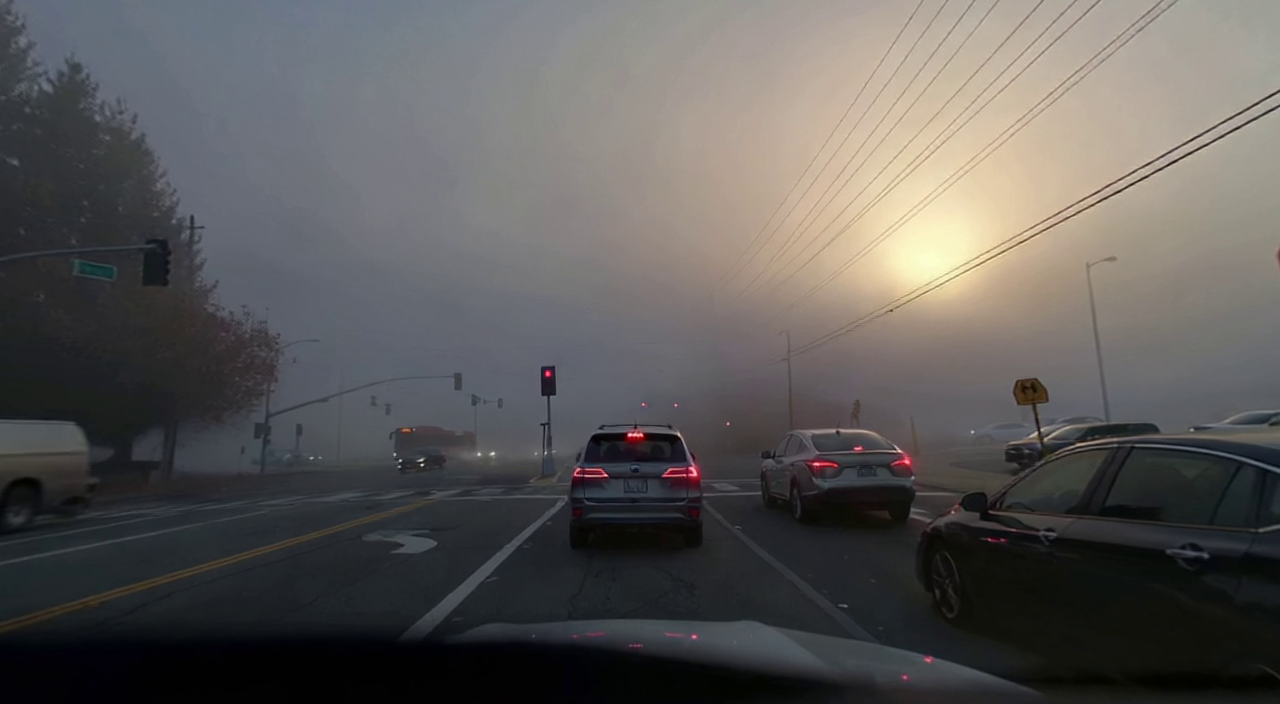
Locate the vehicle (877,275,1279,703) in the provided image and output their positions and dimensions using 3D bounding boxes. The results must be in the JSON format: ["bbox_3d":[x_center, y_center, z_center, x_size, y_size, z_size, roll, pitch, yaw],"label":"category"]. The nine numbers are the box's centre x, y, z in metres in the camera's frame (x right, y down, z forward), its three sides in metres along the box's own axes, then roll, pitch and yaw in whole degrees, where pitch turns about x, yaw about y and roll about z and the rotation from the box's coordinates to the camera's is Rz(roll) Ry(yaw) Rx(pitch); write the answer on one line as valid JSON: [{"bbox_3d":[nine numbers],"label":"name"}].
[{"bbox_3d":[3.101,0.833,3.209,2.049,1.813,4.245,0,-9,-1],"label":"vehicle"}]

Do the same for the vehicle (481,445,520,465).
[{"bbox_3d":[-10.756,7.979,49.041,2.030,1.498,4.690,0,-9,0],"label":"vehicle"}]

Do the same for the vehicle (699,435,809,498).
[{"bbox_3d":[2.892,3.041,17.170,2.040,1.481,4.407,0,-9,-2],"label":"vehicle"}]

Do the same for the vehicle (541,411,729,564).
[{"bbox_3d":[-0.104,1.805,9.109,2.087,1.677,4.053,0,-9,-1],"label":"vehicle"}]

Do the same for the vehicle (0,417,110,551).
[{"bbox_3d":[-10.586,1.778,8.122,2.333,1.950,5.941,0,-9,1],"label":"vehicle"}]

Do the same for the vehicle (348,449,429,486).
[{"bbox_3d":[-10.486,4.818,26.656,1.812,1.403,3.918,0,-9,0],"label":"vehicle"}]
